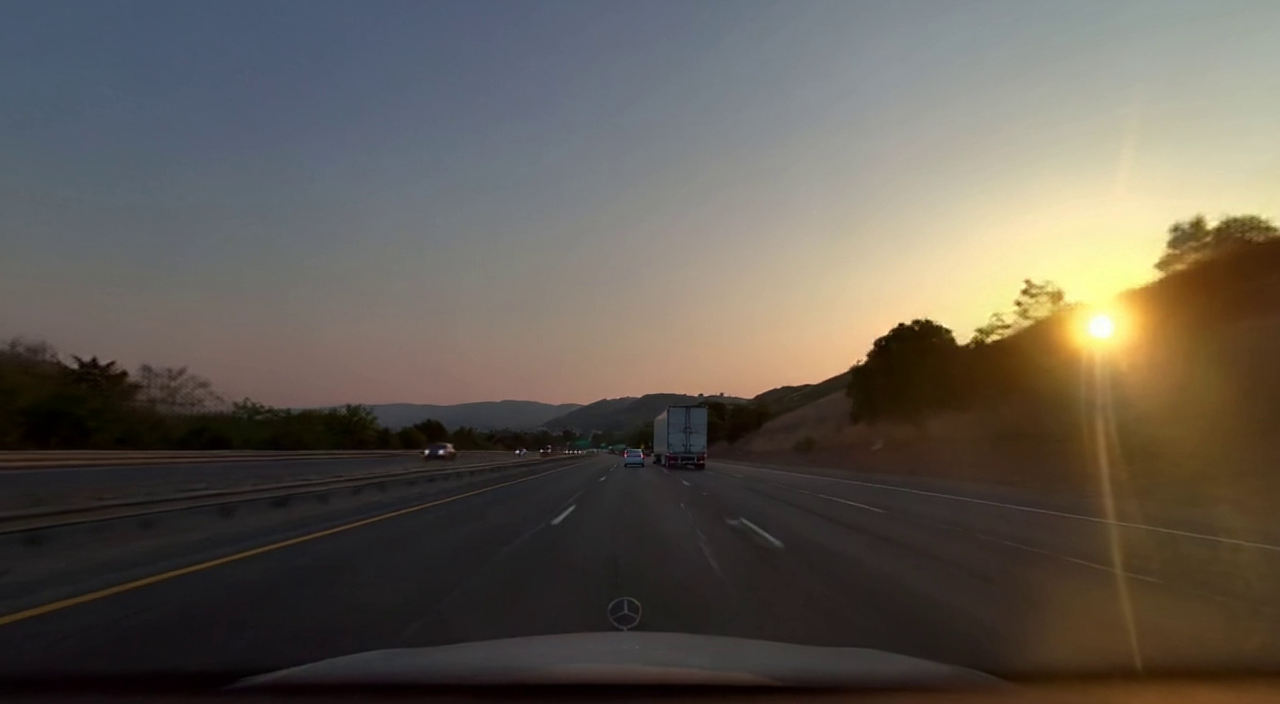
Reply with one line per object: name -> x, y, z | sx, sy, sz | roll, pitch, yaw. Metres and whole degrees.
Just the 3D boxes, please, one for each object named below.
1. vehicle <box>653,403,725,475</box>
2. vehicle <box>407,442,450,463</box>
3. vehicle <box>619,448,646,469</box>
vehicle -> 3.072, 6.366, 45.307 | 3.462, 4.177, 16.311 | 0, -9, -1
vehicle -> -15.589, 7.446, 46.726 | 1.776, 1.436, 3.890 | 0, -9, 1
vehicle -> -0.550, 7.672, 45.749 | 1.898, 1.438, 4.053 | 0, -9, -1
